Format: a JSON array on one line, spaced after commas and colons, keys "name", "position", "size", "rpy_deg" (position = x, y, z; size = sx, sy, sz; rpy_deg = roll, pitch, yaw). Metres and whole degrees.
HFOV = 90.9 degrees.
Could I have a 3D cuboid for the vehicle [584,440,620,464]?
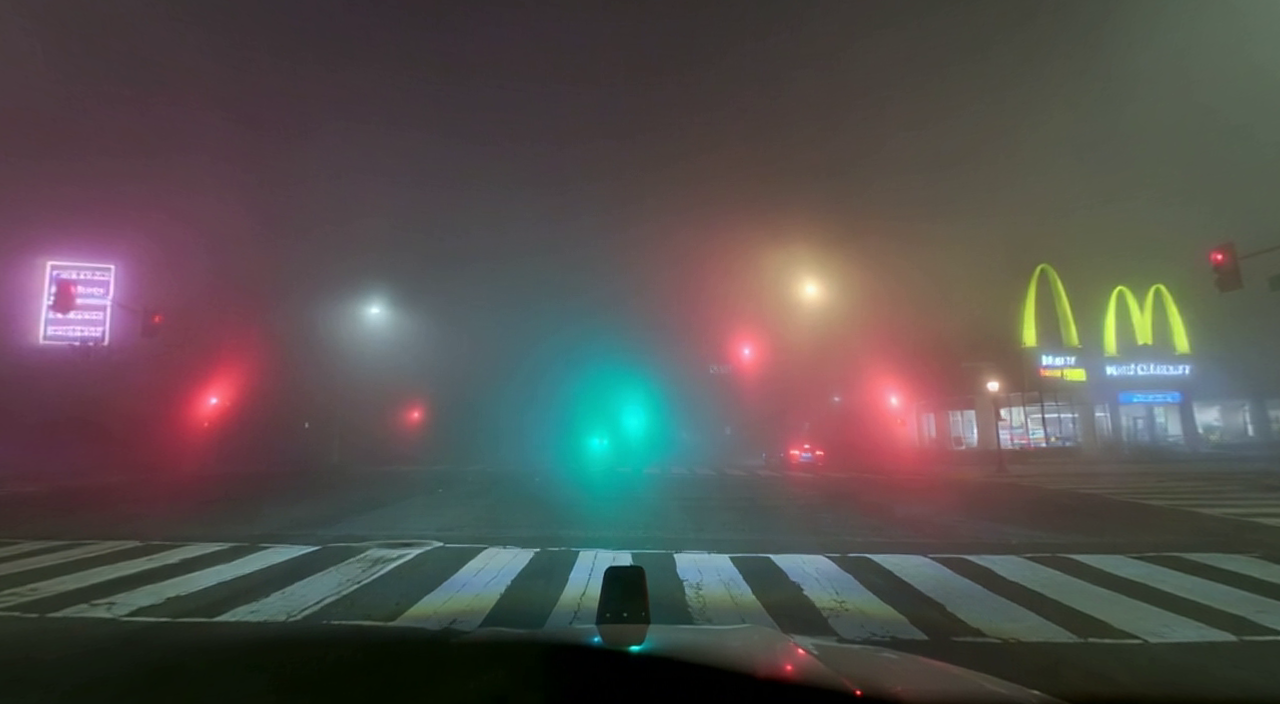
[{"name": "vehicle", "position": [-2.500, 6.649, 42.097], "size": [2.104, 1.468, 4.195], "rpy_deg": [0, -8, 0]}]
